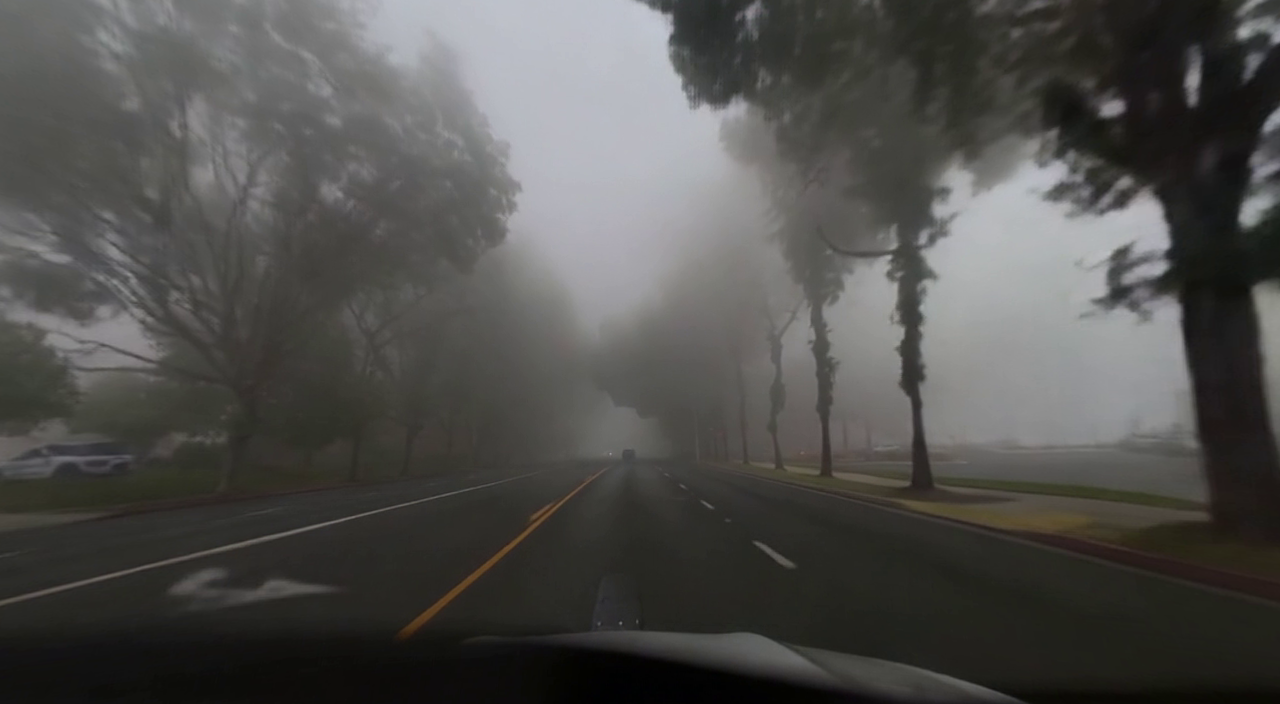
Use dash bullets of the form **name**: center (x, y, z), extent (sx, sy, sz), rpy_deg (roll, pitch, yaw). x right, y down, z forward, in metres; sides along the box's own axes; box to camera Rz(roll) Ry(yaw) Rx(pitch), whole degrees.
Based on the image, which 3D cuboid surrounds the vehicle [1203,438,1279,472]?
- **vehicle**: center (34.035, 5.589, 34.517), extent (1.999, 1.674, 4.627), rpy_deg (-2, -8, -3)

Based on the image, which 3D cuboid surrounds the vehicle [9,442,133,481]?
- **vehicle**: center (-23.788, 4.581, 26.504), extent (3.548, 1.544, 1.641), rpy_deg (0, -9, 1)

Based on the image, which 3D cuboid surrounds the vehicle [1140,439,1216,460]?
- **vehicle**: center (42.109, 7.605, 49.582), extent (1.875, 1.482, 4.768), rpy_deg (-2, -8, 2)
